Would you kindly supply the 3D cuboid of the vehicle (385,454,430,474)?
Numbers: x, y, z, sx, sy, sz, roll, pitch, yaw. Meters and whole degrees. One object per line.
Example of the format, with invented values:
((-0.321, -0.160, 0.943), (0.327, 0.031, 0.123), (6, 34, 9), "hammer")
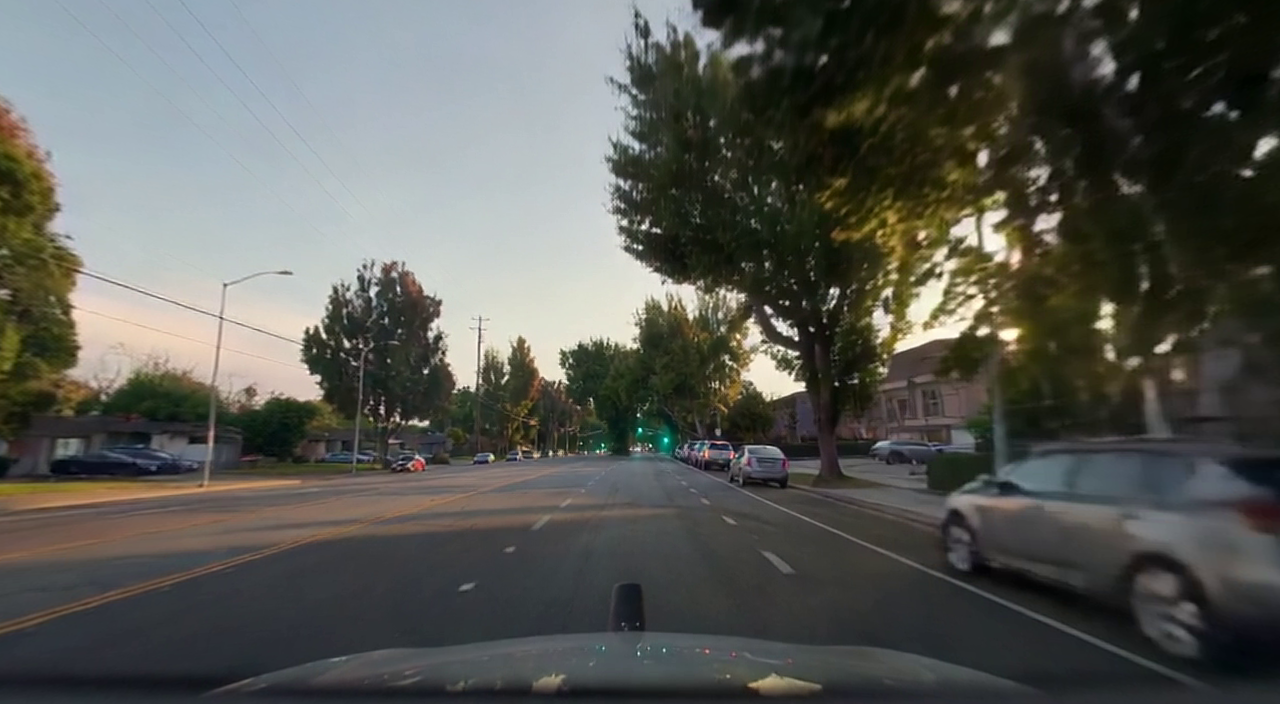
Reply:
((-17.771, 8.539, 48.522), (1.831, 1.428, 4.456), (0, -9, 0), "vehicle")

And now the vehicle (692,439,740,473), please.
((4.346, 6.062, 37.057), (2.078, 1.837, 5.088), (0, -9, -1), "vehicle")

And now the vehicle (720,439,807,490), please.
((4.507, 4.190, 23.925), (2.154, 1.718, 4.980), (0, -9, -2), "vehicle")

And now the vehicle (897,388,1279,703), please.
((4.461, 1.424, 5.808), (2.077, 1.718, 4.885), (0, -9, -1), "vehicle")

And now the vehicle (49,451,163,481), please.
((-28.789, 6.134, 34.147), (4.376, 1.482, 1.933), (-1, -9, 1), "vehicle")
